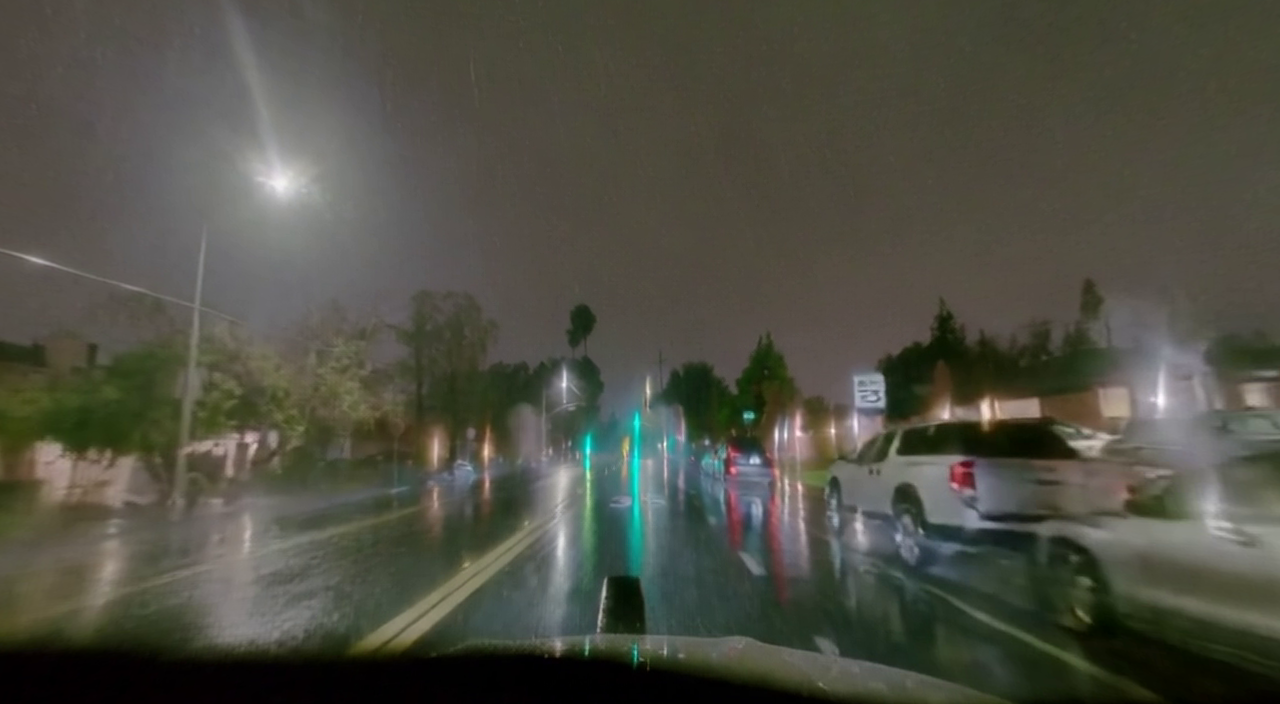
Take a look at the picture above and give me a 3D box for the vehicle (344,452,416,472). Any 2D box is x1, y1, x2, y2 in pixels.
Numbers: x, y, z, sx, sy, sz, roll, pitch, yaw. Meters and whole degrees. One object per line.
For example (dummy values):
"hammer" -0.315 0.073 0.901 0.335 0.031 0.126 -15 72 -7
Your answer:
"vehicle" -19.238 8.147 46.878 4.530 1.477 1.843 0 -9 -1

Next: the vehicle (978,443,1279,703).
"vehicle" 4.062 1.181 3.099 2.087 1.454 4.914 0 -8 0

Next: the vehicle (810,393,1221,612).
"vehicle" 3.969 1.679 8.039 2.169 1.914 4.791 0 -9 -1

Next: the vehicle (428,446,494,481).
"vehicle" -10.737 6.693 38.302 2.338 1.871 5.795 -3 -9 0

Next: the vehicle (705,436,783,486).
"vehicle" 4.114 4.412 25.886 2.254 1.812 4.817 0 -9 -1
